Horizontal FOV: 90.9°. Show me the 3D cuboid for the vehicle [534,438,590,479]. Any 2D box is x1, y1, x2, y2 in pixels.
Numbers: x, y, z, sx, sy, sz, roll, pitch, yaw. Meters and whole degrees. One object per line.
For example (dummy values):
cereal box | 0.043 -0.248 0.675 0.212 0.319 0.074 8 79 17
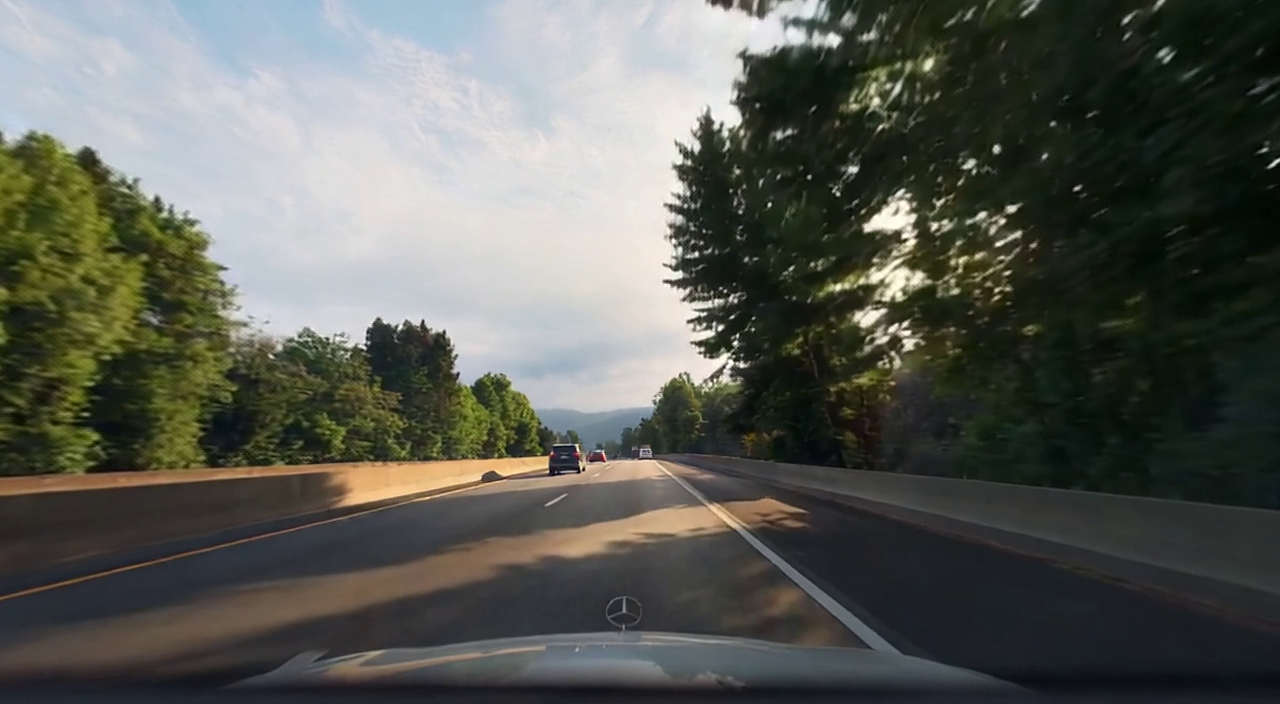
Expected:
vehicle | -3.648 5.072 30.241 2.056 1.811 4.202 0 -9 1
